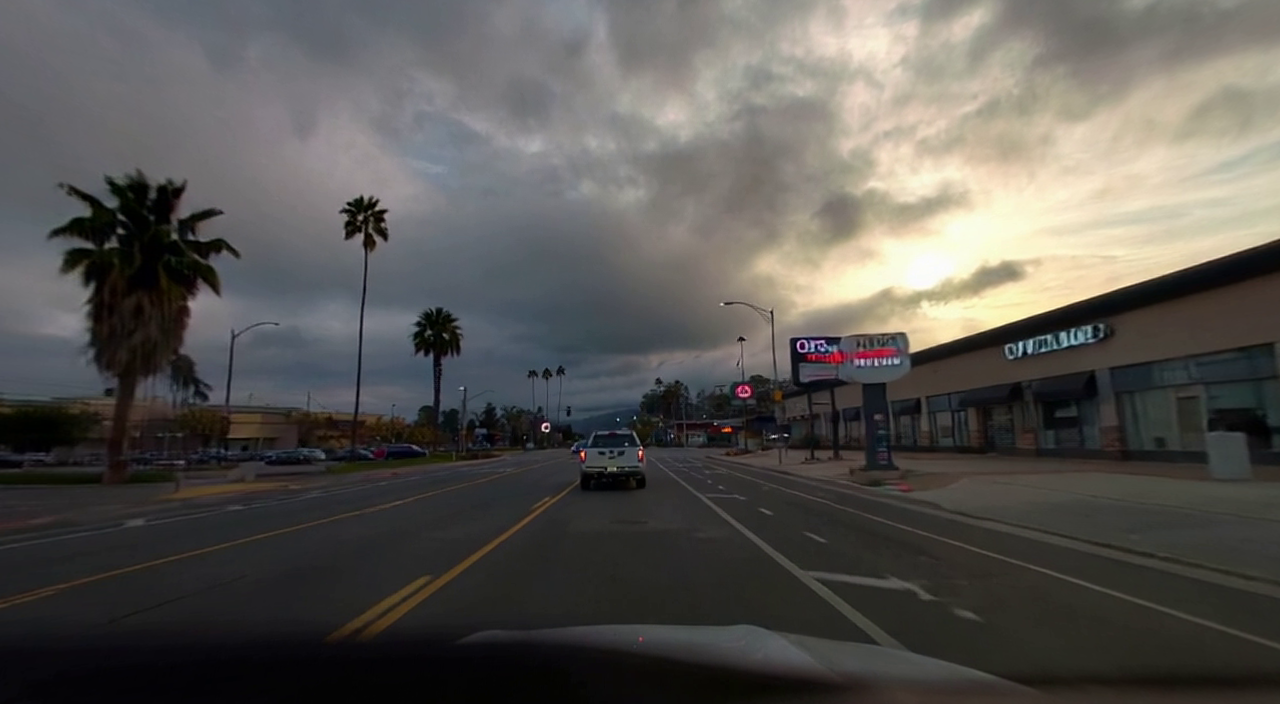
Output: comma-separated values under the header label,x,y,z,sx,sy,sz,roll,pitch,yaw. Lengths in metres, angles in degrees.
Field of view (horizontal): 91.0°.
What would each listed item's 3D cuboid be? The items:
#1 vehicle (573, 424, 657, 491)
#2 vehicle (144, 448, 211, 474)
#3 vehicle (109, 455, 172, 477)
label,x,y,z,sx,sy,sz,roll,pitch,yaw
vehicle,-0.701,3.150,19.057,2.239,1.763,4.096,0,-8,-1
vehicle,-34.950,8.203,47.711,2.013,1.785,4.331,2,-8,-5
vehicle,-37.766,8.602,47.686,1.685,1.466,3.858,0,-8,-4
